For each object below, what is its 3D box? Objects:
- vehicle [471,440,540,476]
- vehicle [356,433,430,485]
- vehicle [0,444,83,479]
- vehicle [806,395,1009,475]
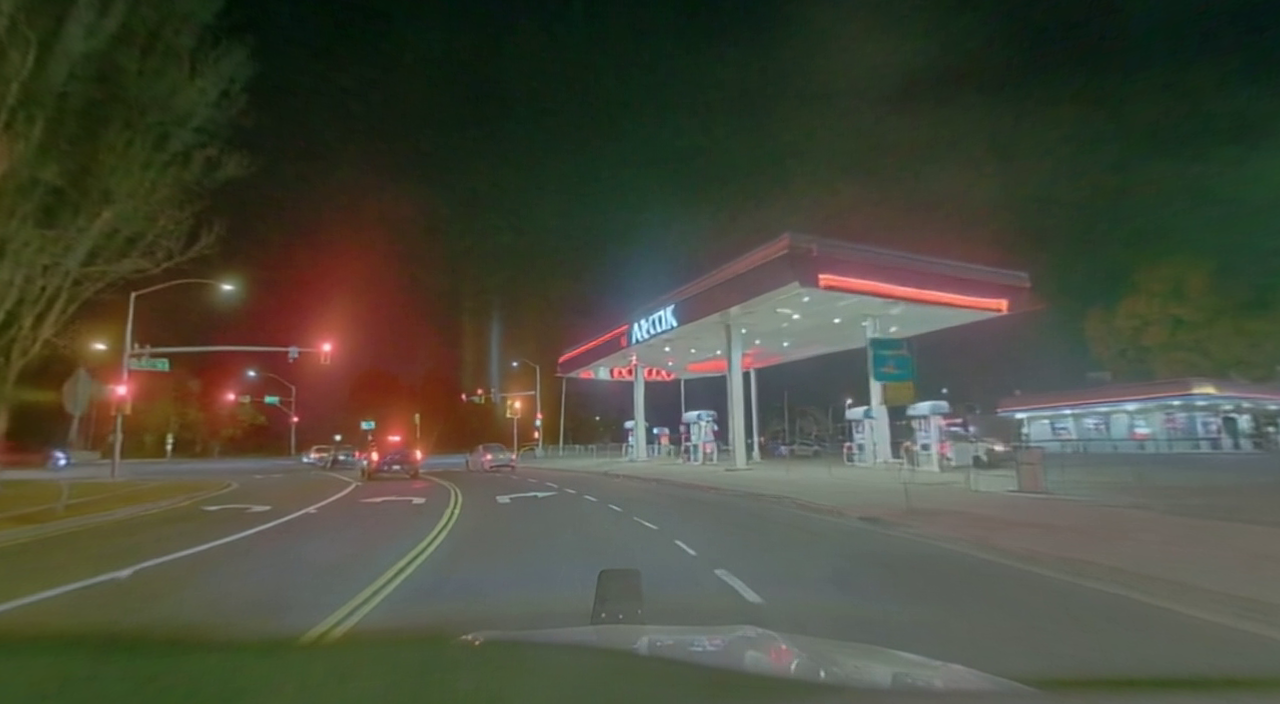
[{"bbox_3d":[-7.633,5.894,35.375,2.202,1.822,4.826,6,-10,-32],"label":"vehicle"},{"bbox_3d":[-10.614,4.499,26.836,2.254,2.006,4.766,5,-10,-28],"label":"vehicle"},{"bbox_3d":[-32.408,5.707,32.922,4.632,1.757,2.073,7,-11,-37],"label":"vehicle"},{"bbox_3d":[11.764,3.798,28.346,7.741,3.106,2.906,-8,-11,42],"label":"vehicle"}]
